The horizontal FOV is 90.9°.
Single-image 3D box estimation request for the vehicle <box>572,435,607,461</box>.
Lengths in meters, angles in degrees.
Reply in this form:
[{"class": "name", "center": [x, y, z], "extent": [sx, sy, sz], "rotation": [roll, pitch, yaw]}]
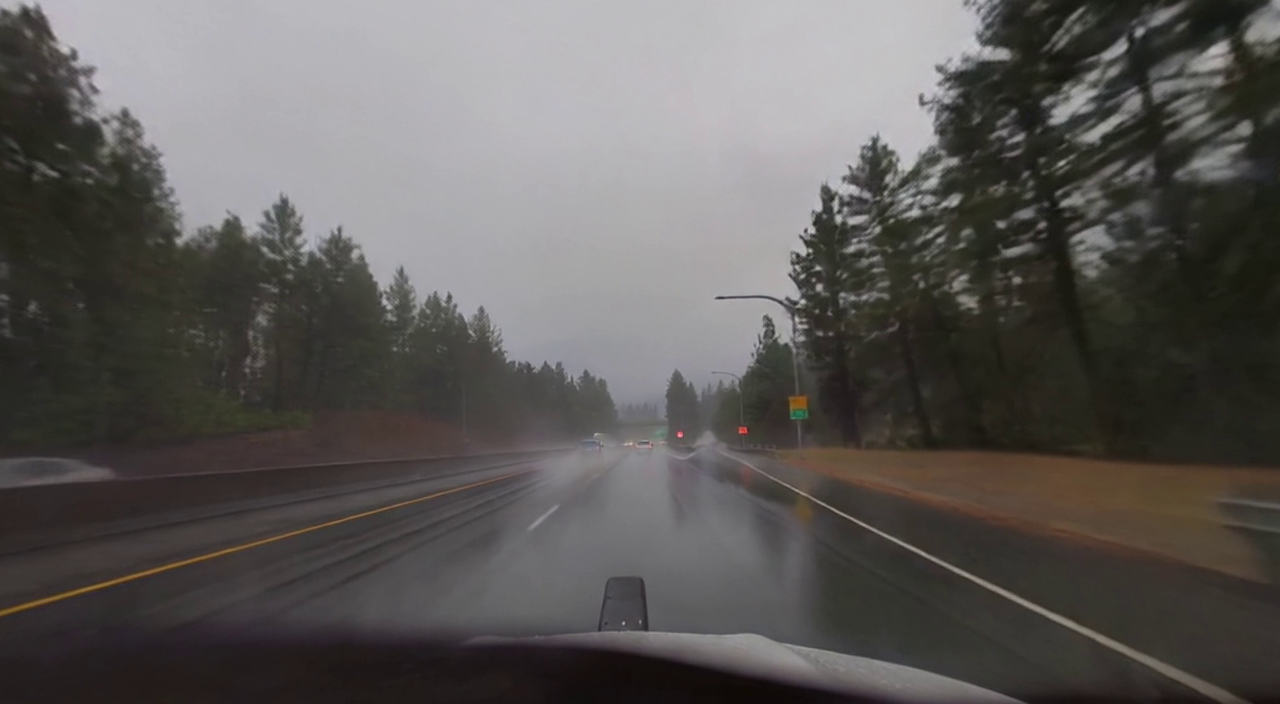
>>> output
[{"class": "vehicle", "center": [-3.581, 6.925, 45.561], "extent": [2.129, 1.742, 4.217], "rotation": [-1, -8, 1]}]
